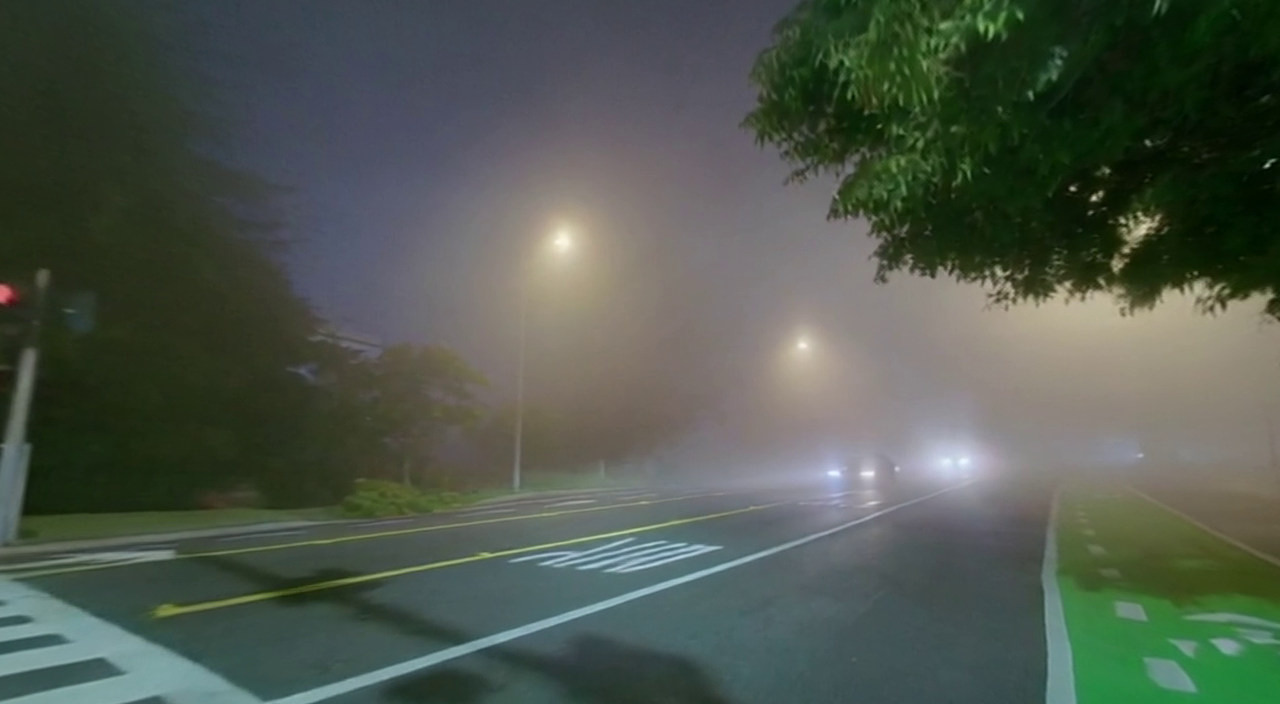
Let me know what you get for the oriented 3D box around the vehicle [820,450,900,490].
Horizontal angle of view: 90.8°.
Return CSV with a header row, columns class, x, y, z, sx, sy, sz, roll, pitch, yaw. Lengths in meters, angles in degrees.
class,x,y,z,sx,sy,sz,roll,pitch,yaw
vehicle,9.183,4.811,26.117,2.071,1.456,4.663,-6,-11,32
